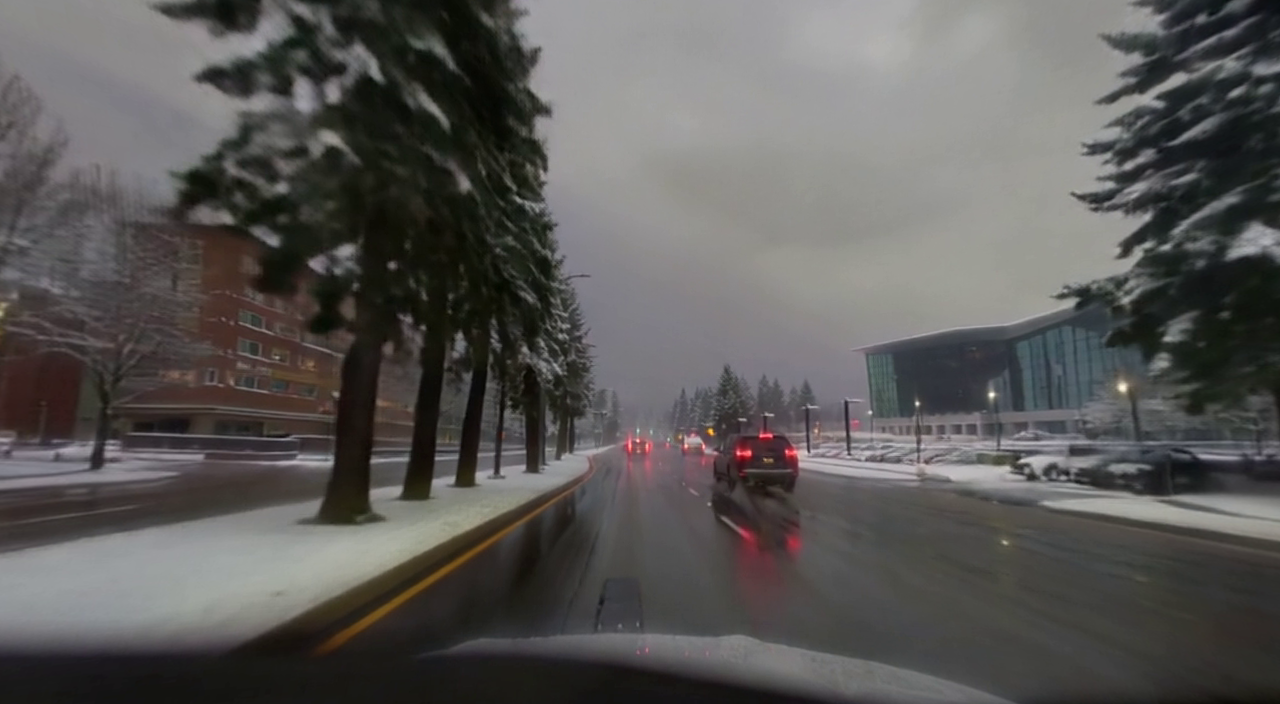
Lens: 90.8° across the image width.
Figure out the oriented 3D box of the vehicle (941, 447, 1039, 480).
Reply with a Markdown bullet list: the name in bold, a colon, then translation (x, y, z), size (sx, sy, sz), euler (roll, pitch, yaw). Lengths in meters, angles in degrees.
- **vehicle**: translation (17.368, 5.499, 31.419), size (3.958, 1.524, 2.061), euler (3, -10, -20)

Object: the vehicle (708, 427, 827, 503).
- **vehicle**: translation (3.326, 3.085, 17.670), size (2.235, 1.806, 4.818), euler (0, -9, -1)

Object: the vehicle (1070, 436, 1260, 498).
- **vehicle**: translation (15.994, 3.516, 19.660), size (1.812, 1.687, 4.579), euler (1, -9, -3)

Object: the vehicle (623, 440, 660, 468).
- **vehicle**: translation (0.054, 6.277, 39.002), size (2.145, 1.572, 4.021), euler (0, -9, -1)

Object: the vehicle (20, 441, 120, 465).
- **vehicle**: translation (-37.097, 6.584, 41.209), size (4.555, 1.470, 1.937), euler (0, -9, -1)

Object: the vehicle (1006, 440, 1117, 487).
- **vehicle**: translation (16.412, 4.323, 24.898), size (1.914, 1.644, 4.378), euler (-2, -8, 10)
